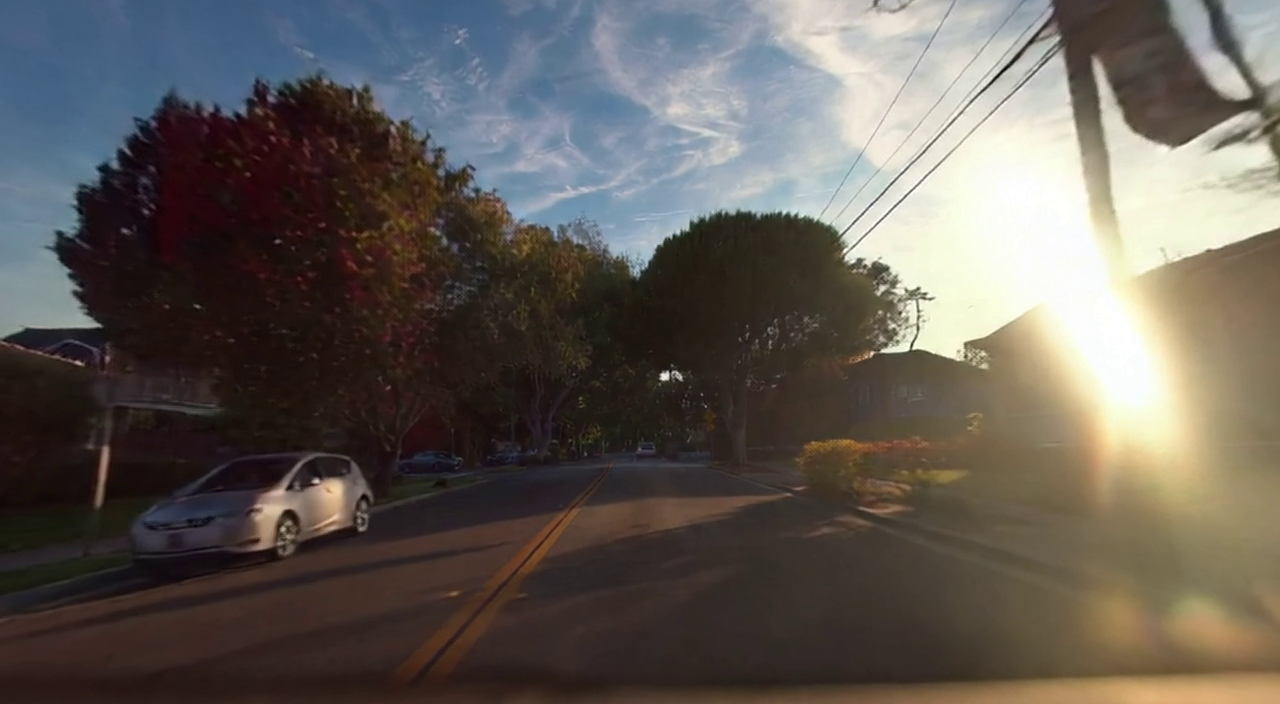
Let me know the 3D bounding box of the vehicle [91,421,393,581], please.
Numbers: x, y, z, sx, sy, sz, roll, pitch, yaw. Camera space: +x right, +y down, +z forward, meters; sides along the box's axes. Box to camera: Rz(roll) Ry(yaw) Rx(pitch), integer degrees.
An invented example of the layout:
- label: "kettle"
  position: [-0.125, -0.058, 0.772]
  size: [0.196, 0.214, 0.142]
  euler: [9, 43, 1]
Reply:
- label: "vehicle"
  position: [-5.767, 2.216, 10.017]
  size: [2.027, 1.803, 4.306]
  euler: [-4, -10, -1]

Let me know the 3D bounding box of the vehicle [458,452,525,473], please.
- label: "vehicle"
  position: [-11.624, 8.669, 49.640]
  size: [4.676, 1.484, 2.068]
  euler: [-2, -8, 14]

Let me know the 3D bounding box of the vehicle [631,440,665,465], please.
- label: "vehicle"
  position: [0.464, 6.336, 40.099]
  size: [2.022, 1.481, 4.050]
  euler: [0, -8, -1]

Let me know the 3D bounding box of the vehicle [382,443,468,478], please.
- label: "vehicle"
  position: [-16.290, 8.208, 48.026]
  size: [5.586, 2.532, 2.444]
  euler: [-2, -8, 10]
